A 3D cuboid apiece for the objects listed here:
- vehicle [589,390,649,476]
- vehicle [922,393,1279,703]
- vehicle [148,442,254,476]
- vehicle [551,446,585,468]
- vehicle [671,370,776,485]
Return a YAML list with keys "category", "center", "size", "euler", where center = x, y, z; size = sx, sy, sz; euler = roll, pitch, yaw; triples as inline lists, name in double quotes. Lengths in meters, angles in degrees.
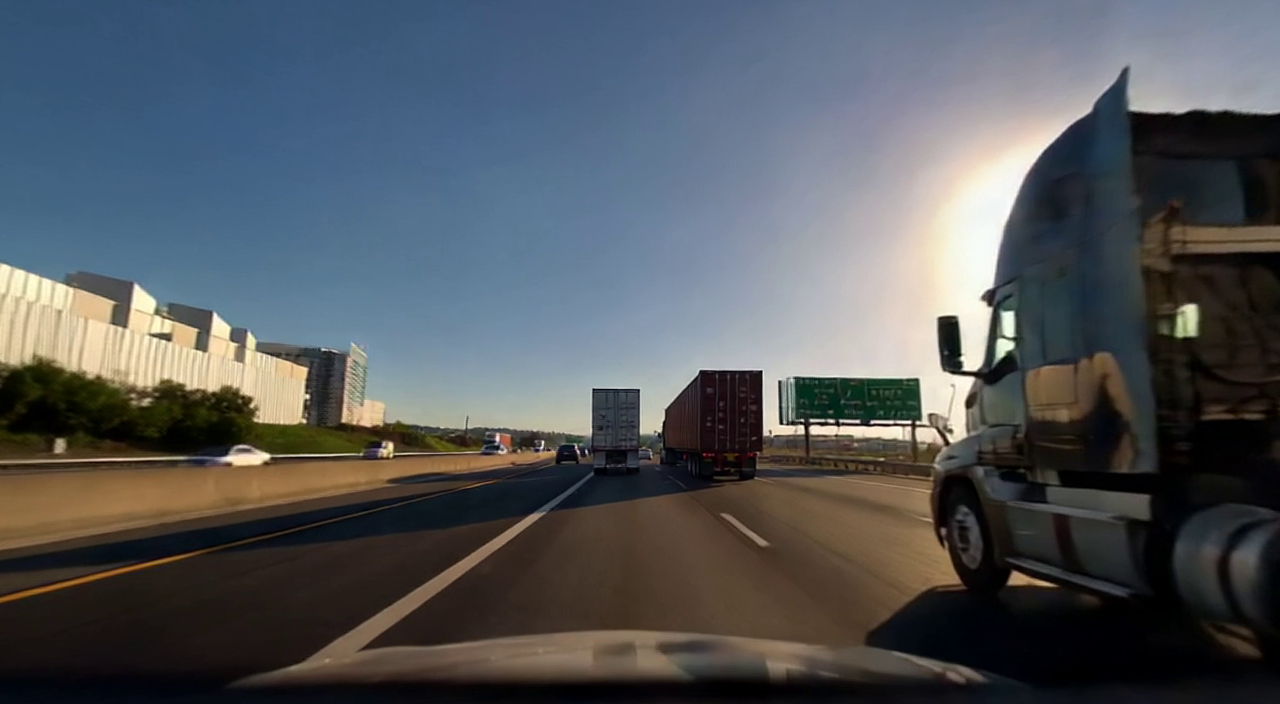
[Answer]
- category: "vehicle"
  center: [-1.132, 4.738, 36.246]
  size: [2.841, 4.071, 12.046]
  euler: [0, -8, -1]
- category: "vehicle"
  center: [3.248, 0.958, 2.707]
  size: [2.073, 1.474, 4.320]
  euler: [0, -8, 0]
- category: "vehicle"
  center: [-20.528, 4.997, 29.853]
  size: [1.945, 1.458, 4.381]
  euler: [0, -9, -1]
- category: "vehicle"
  center: [-5.172, 7.555, 45.894]
  size: [2.138, 1.478, 4.641]
  euler: [0, -9, -2]
- category: "vehicle"
  center: [3.252, 3.595, 28.854]
  size: [2.803, 4.072, 12.744]
  euler: [0, -8, -1]
